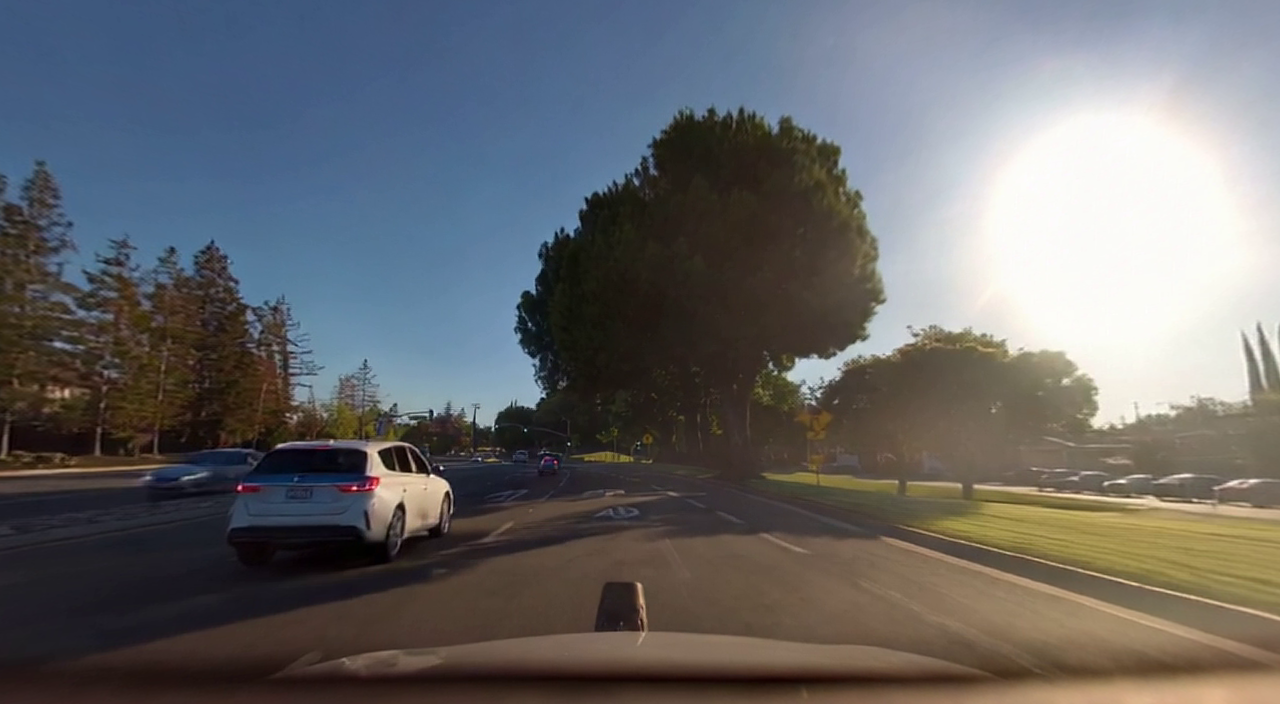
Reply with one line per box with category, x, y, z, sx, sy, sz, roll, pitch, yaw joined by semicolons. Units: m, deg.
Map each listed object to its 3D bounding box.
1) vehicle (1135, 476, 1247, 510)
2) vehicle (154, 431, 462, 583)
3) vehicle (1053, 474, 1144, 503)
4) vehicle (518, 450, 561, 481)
vehicle;33.307;8.510;38.447;1.967;1.647;4.948;1;-9;-8
vehicle;-4.252;2.027;9.217;2.098;1.613;4.606;0;-9;-2
vehicle;32.135;9.567;44.530;1.820;1.626;5.319;2;-9;-9
vehicle;-5.229;5.953;33.294;1.904;1.476;3.736;1;-9;-5
